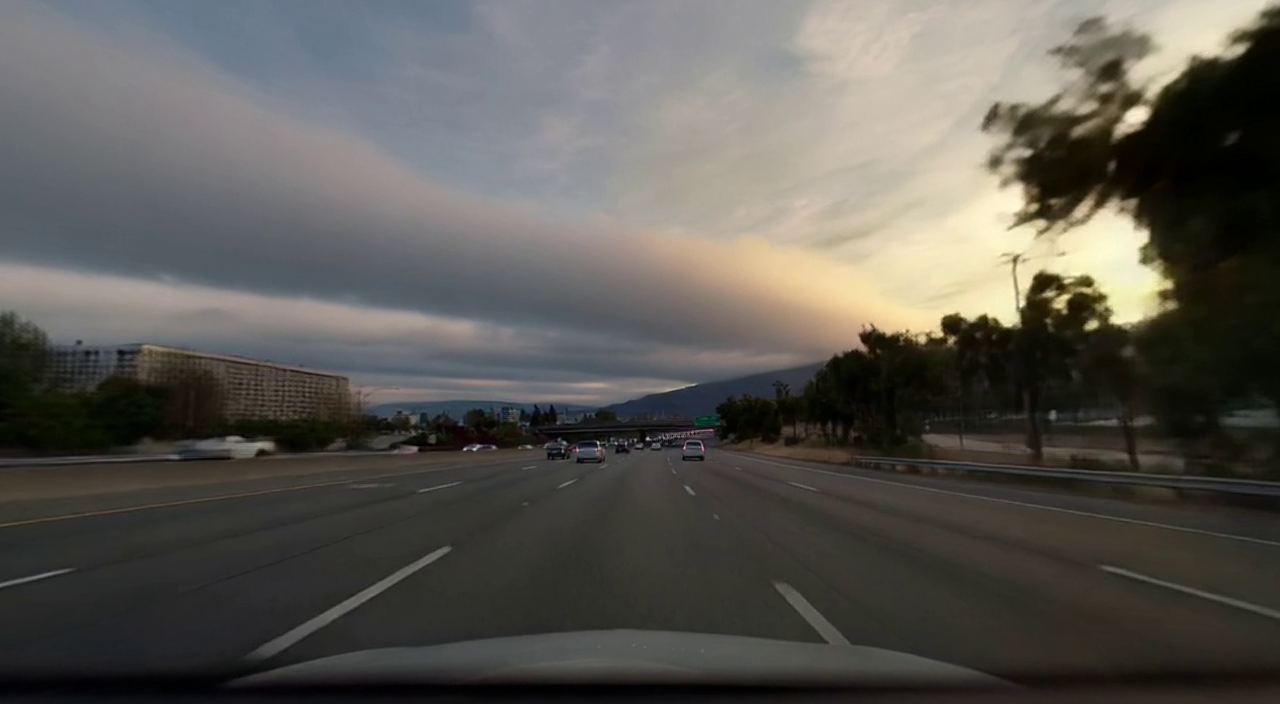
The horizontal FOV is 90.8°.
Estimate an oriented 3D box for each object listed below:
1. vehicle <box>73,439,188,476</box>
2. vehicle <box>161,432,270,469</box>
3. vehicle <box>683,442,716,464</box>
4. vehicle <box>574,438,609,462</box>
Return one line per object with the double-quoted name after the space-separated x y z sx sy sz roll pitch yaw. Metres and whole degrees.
-27.294 5.667 34.110 2.025 1.831 4.851 0 -9 1 "vehicle"
-30.394 7.104 45.622 2.759 2.434 6.983 0 -9 2 "vehicle"
4.133 7.114 44.733 1.967 1.475 4.080 0 -8 1 "vehicle"
-3.568 7.320 47.227 2.179 1.693 4.204 0 -9 2 "vehicle"
